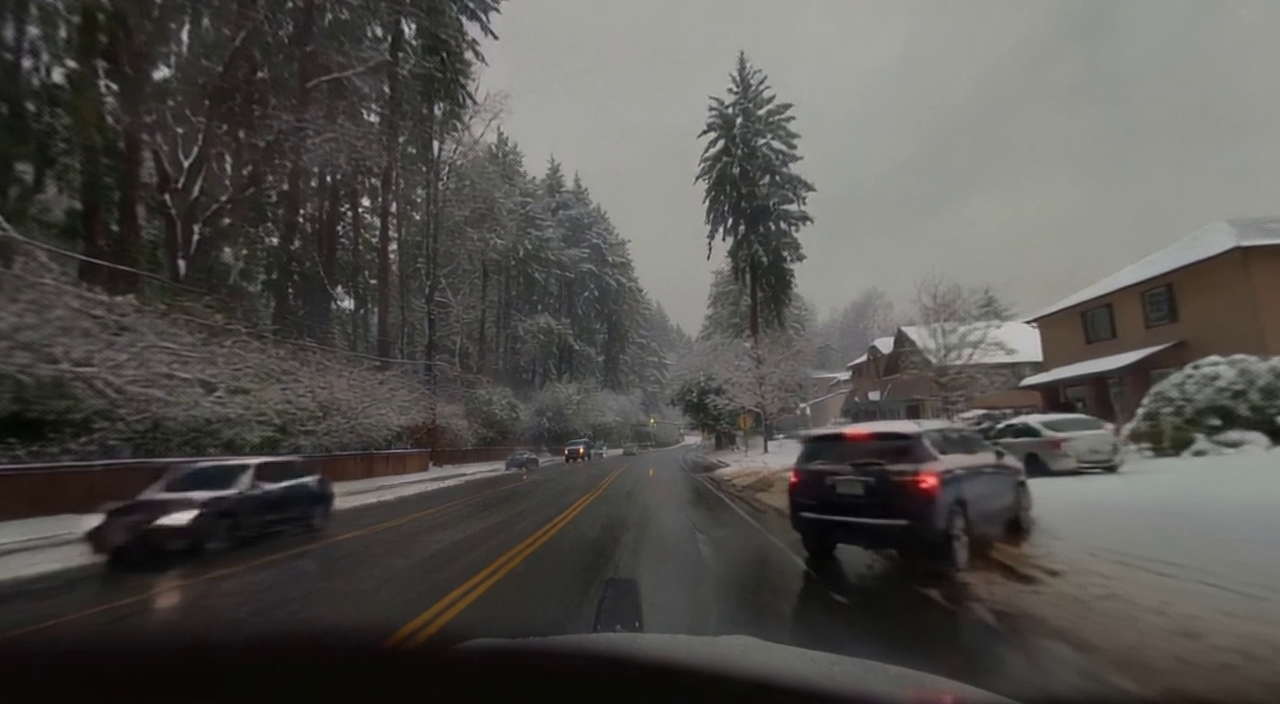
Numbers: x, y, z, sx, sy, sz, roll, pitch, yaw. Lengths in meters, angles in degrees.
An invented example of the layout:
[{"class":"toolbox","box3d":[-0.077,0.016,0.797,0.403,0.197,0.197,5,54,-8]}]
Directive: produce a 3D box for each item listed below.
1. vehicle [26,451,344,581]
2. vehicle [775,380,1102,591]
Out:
[{"class":"vehicle","box3d":[-6.919,2.468,10.361,1.894,1.476,4.429,-4,-9,2]},{"class":"vehicle","box3d":[4.057,1.534,8.131,2.268,1.862,4.724,-8,-12,44]}]
